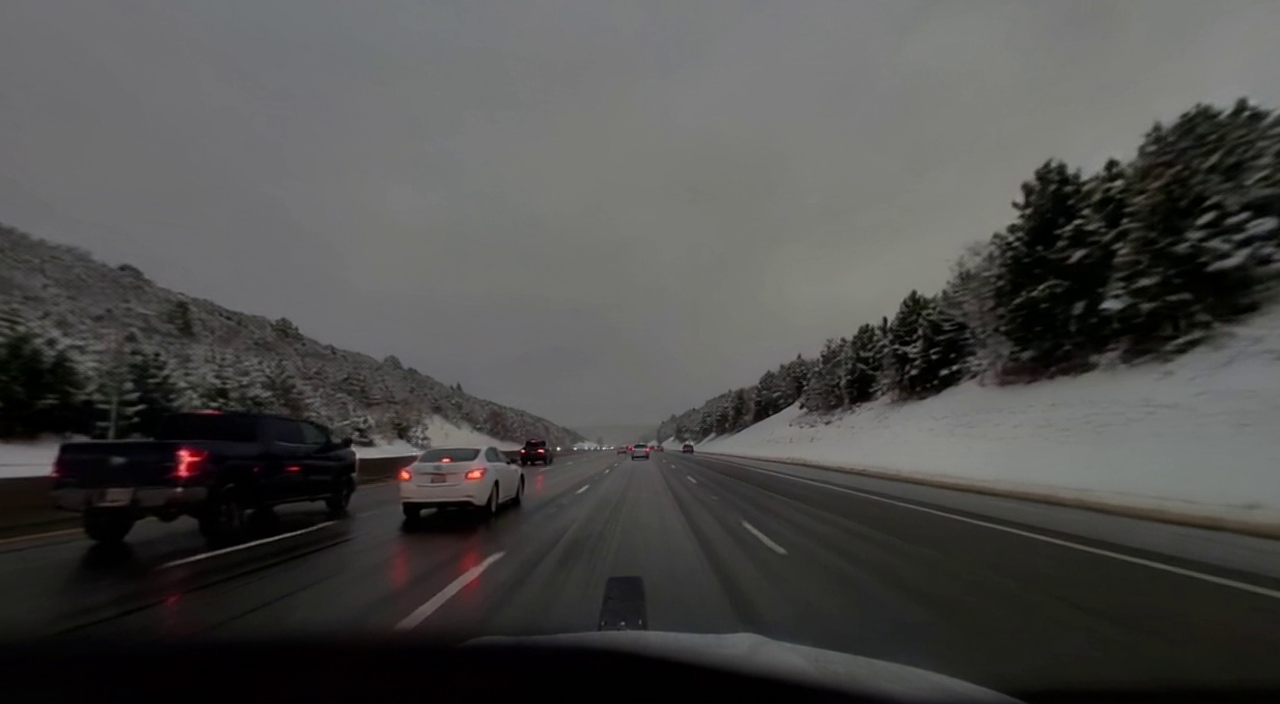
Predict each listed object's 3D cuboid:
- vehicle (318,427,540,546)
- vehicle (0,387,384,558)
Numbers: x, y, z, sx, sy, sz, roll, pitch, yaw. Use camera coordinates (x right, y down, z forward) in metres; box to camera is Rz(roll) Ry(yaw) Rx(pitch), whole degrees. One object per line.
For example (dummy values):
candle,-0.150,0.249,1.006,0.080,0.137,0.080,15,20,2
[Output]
vehicle,-3.162,2.121,10.672,2.091,1.552,4.516,0,-8,2
vehicle,-7.080,1.927,10.864,2.589,2.063,6.206,0,-8,1
